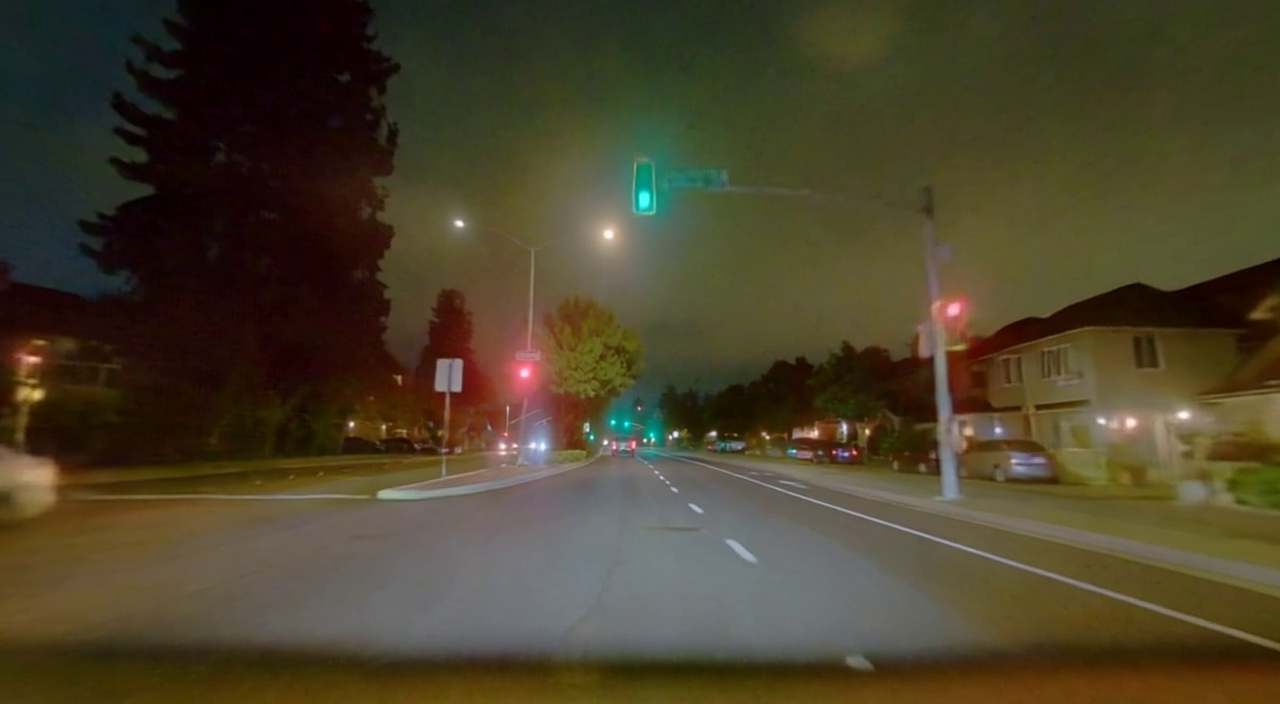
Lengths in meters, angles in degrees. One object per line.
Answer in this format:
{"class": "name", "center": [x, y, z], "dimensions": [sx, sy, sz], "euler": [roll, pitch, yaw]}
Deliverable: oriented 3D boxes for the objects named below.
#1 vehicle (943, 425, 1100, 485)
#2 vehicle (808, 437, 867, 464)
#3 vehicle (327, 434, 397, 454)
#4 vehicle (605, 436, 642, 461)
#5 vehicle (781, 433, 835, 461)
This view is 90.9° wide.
{"class": "vehicle", "center": [11.722, 3.192, 19.851], "dimensions": [2.018, 1.665, 4.576], "euler": [0, -8, -1]}
{"class": "vehicle", "center": [11.200, 5.617, 36.095], "dimensions": [1.838, 1.443, 4.563], "euler": [0, -8, -1]}
{"class": "vehicle", "center": [-21.768, 7.214, 49.450], "dimensions": [4.547, 1.484, 1.914], "euler": [0, -8, 1]}
{"class": "vehicle", "center": [-1.016, 5.906, 38.744], "dimensions": [2.113, 1.462, 4.203], "euler": [0, -8, -2]}
{"class": "vehicle", "center": [10.964, 6.237, 41.526], "dimensions": [2.156, 1.689, 4.774], "euler": [0, -8, -1]}
